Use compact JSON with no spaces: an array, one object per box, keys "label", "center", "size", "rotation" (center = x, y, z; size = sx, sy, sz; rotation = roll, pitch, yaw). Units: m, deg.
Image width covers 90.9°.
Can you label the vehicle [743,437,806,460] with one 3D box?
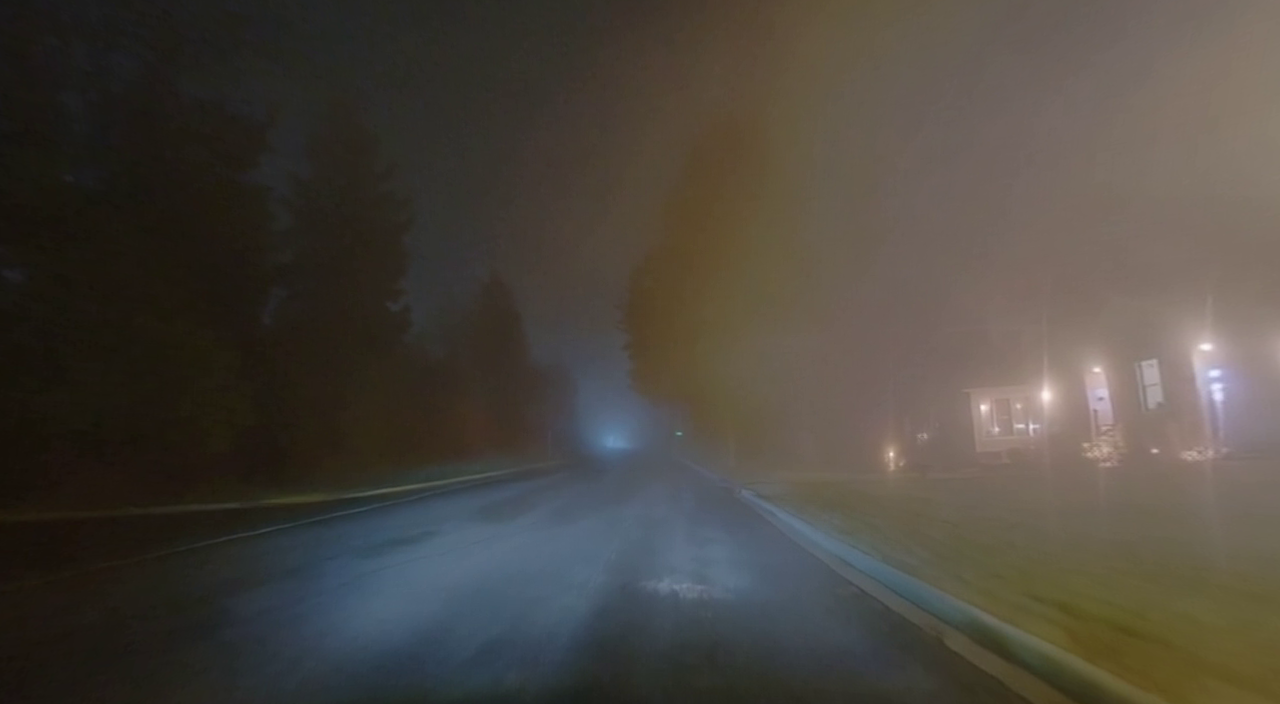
[{"label":"vehicle","center":[9.654,6.962,45.531],"size":[4.153,1.605,1.835],"rotation":[1,-7,-1]}]
